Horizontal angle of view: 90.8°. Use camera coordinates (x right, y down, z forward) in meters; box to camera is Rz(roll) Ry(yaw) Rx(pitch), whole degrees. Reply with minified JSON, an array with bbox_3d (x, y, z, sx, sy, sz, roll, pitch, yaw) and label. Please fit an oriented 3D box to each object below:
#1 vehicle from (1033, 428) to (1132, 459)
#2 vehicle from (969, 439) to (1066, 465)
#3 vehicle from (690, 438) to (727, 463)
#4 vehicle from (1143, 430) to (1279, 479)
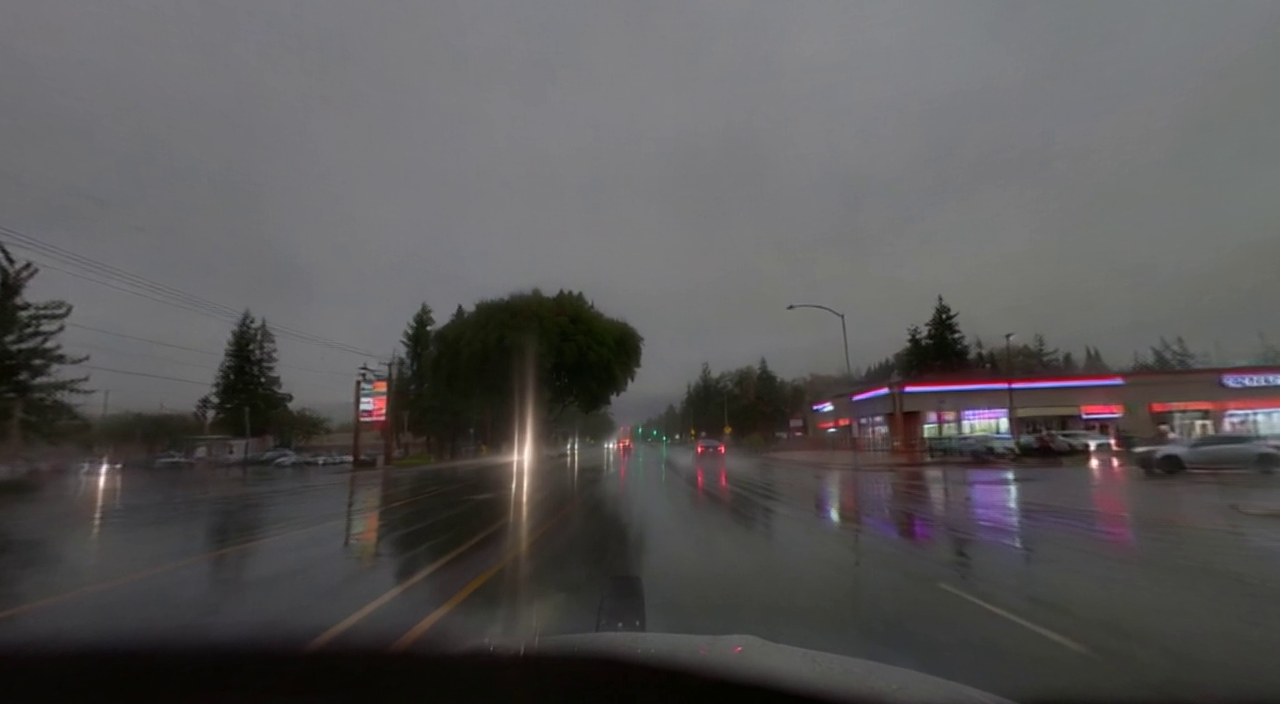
[{"bbox_3d":[31.928,6.683,45.738,2.159,1.950,5.240,2,-9,-39],"label":"vehicle"},{"bbox_3d":[23.318,6.193,39.181,1.886,1.438,4.742,6,-10,-33],"label":"vehicle"},{"bbox_3d":[4.721,6.924,44.287,1.957,1.643,4.226,0,-9,-2],"label":"vehicle"},{"bbox_3d":[22.693,3.892,24.106,2.086,1.730,4.913,6,-11,-35],"label":"vehicle"}]
